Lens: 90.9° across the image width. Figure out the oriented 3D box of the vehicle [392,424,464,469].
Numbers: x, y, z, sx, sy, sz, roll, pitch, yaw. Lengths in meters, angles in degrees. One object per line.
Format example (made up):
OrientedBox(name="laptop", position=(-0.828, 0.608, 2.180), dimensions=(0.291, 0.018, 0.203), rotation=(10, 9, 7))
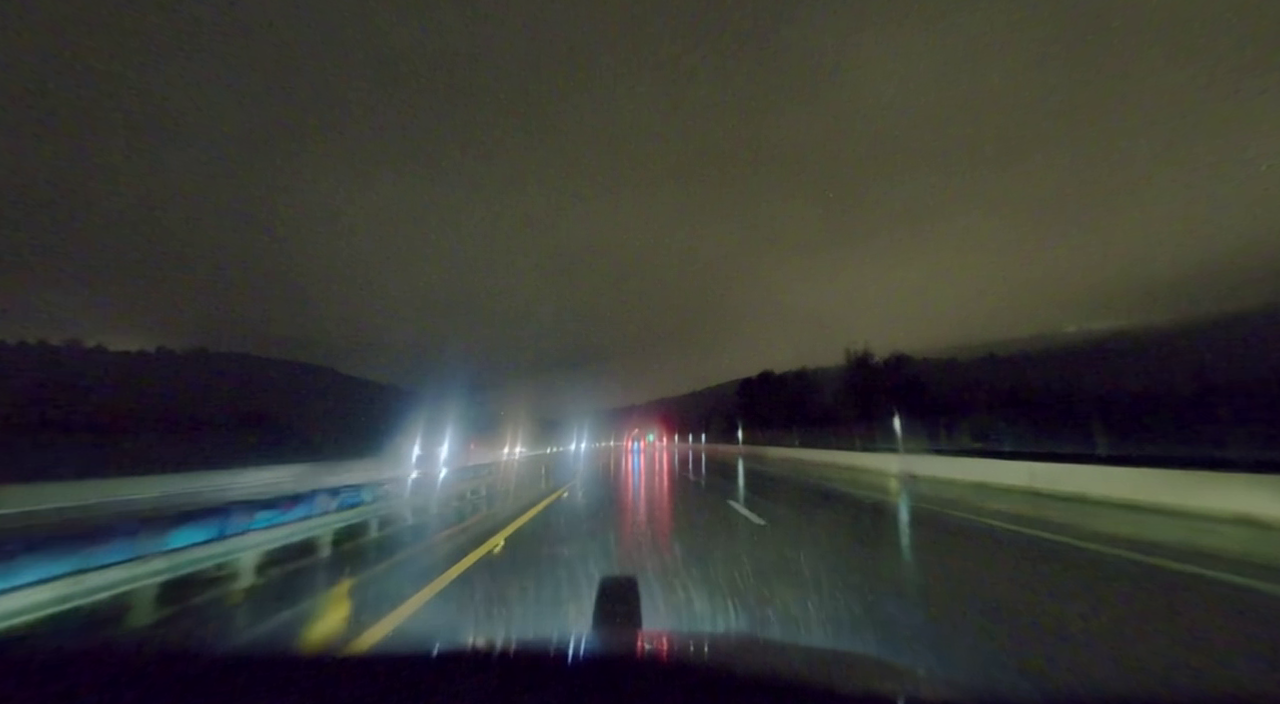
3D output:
OrientedBox(name="vehicle", position=(-13.173, 5.905, 39.714), dimensions=(2.304, 2.610, 6.728), rotation=(0, -8, -1))
